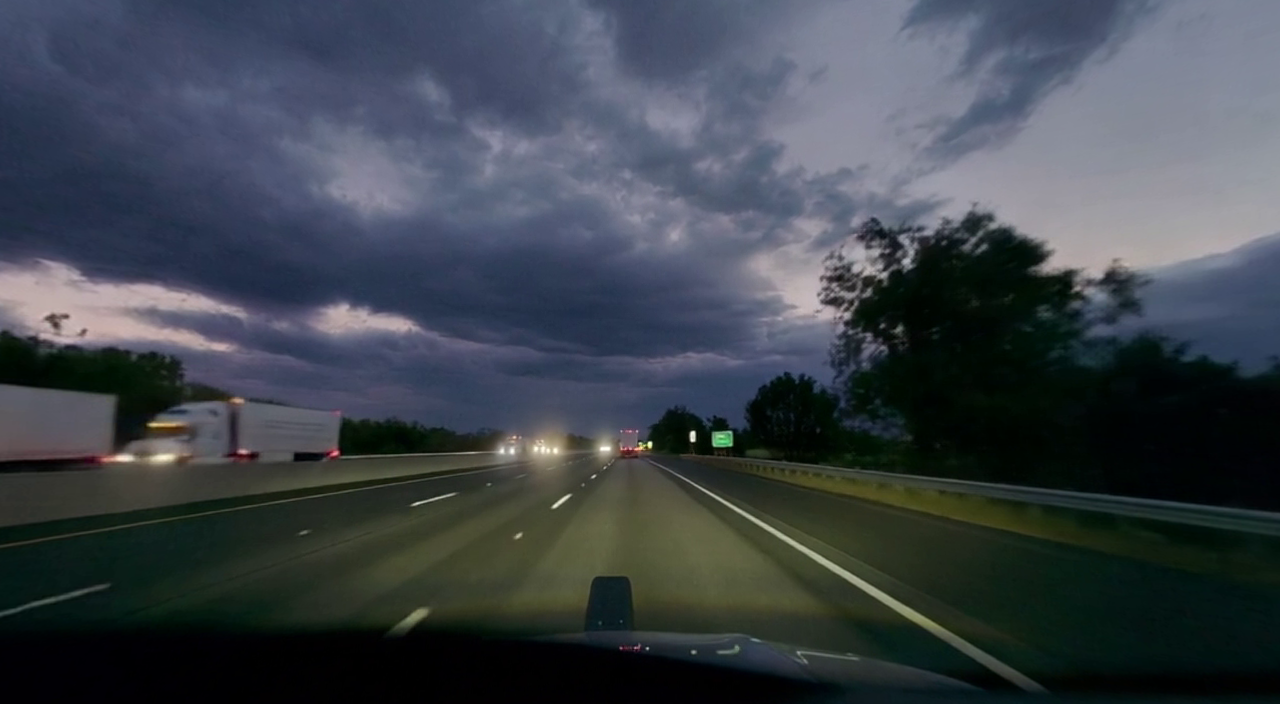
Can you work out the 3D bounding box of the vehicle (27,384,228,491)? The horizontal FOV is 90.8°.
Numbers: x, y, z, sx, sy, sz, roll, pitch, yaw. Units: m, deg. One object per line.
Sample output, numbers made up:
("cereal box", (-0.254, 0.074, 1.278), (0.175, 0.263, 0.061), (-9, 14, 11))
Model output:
("vehicle", (-20.418, 3.522, 25.769), (3.072, 3.828, 5.949), (0, -9, -1))
